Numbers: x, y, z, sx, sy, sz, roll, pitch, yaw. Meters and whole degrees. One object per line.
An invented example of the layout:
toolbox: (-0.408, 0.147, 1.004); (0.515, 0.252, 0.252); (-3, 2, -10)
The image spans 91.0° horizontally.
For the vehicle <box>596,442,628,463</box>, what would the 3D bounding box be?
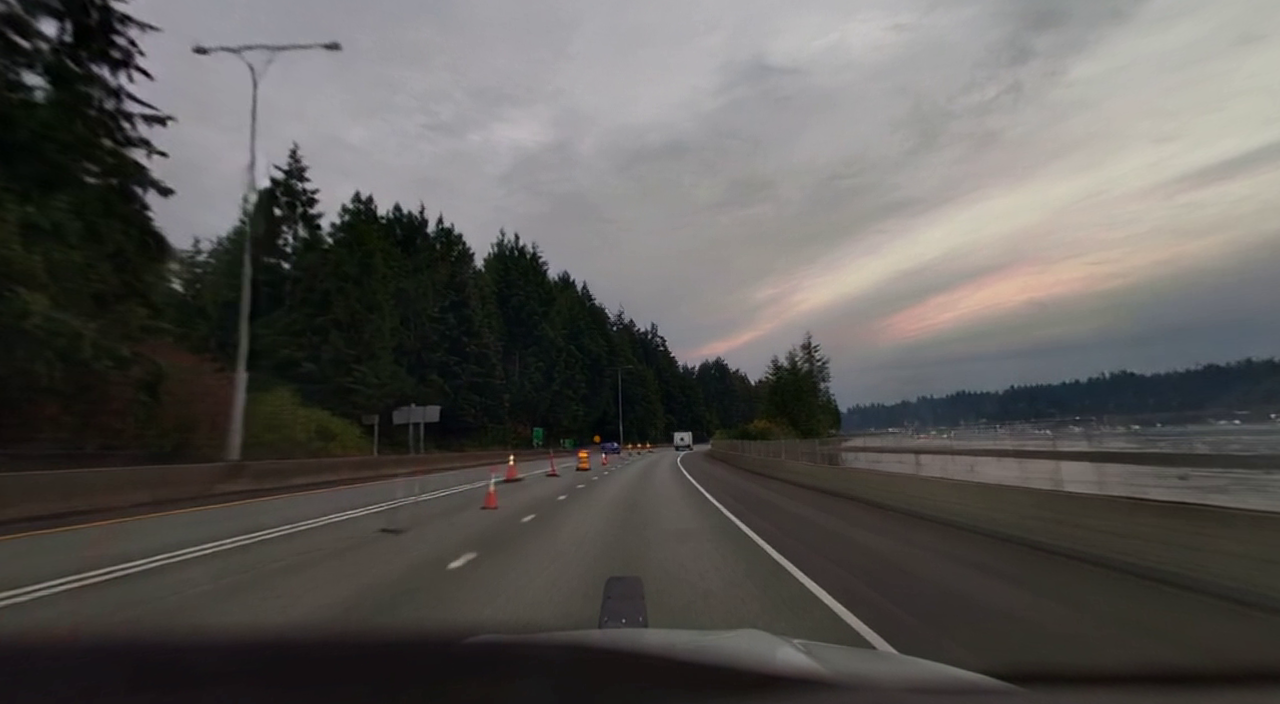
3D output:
vehicle: (-2.112, 7.632, 48.078); (2.118, 1.475, 4.263); (0, -8, 1)
